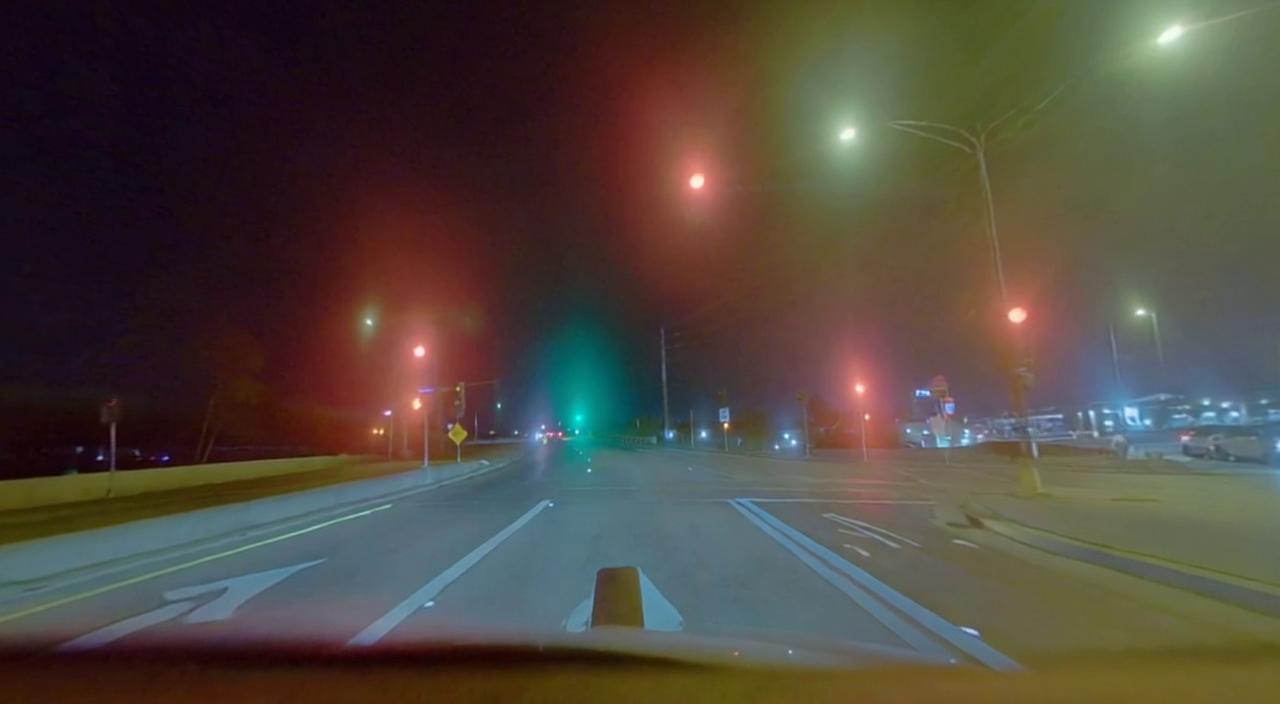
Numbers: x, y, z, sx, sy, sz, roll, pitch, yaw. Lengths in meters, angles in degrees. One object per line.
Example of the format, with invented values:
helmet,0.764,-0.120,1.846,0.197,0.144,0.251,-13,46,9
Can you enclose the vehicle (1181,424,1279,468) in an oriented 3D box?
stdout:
vehicle,22.611,3.424,22.934,1.717,1.486,3.824,4,-10,-32
